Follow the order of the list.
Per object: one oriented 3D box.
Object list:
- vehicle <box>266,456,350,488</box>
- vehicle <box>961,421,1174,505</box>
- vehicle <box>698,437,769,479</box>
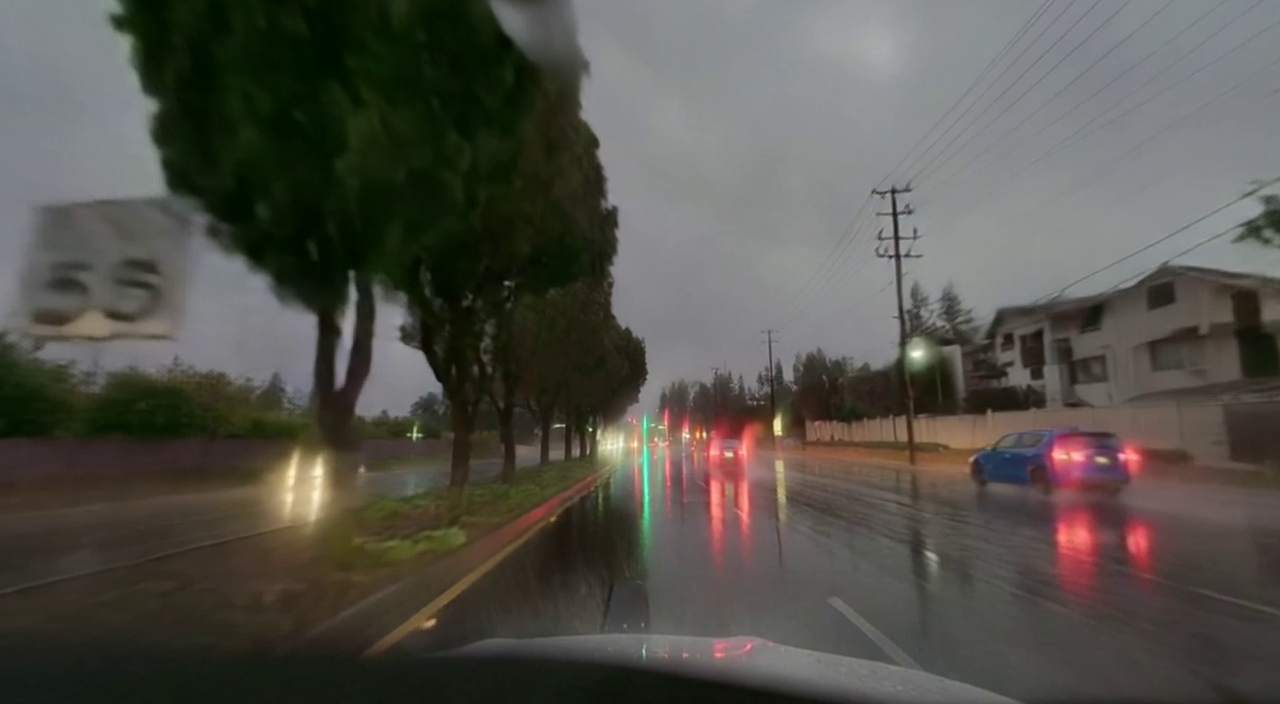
[{"bbox_3d":[-17.444,6.282,33.383,1.952,1.468,4.487,0,-8,1],"label":"vehicle"},{"bbox_3d":[9.884,2.611,15.159,1.978,1.700,4.461,0,-8,0],"label":"vehicle"},{"bbox_3d":[3.499,4.059,24.403,2.063,1.481,4.247,0,-8,0],"label":"vehicle"}]
